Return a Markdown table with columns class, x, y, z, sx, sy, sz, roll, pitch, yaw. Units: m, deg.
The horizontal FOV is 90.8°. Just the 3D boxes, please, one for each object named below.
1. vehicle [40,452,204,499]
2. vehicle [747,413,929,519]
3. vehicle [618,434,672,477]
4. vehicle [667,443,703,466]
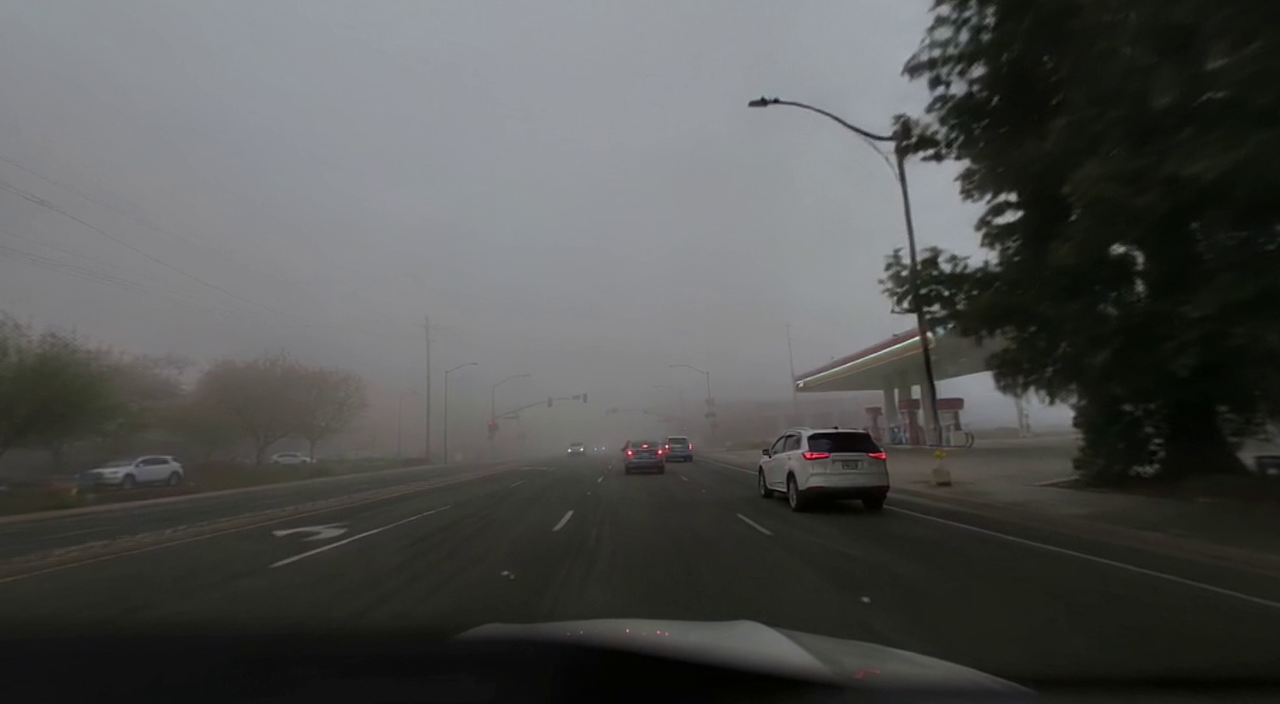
| class | x | y | z | sx | sy | sz | roll | pitch | yaw |
| --- | --- | --- | --- | --- | --- | --- | --- | --- | --- |
| vehicle | -24.363 | 5.752 | 30.062 | 2.100 | 1.937 | 5.517 | -4 | -9 | 26 |
| vehicle | 3.807 | 2.318 | 13.353 | 2.116 | 1.791 | 5.006 | 0 | -8 | -1 |
| vehicle | 0.121 | 4.435 | 27.312 | 2.164 | 1.718 | 3.881 | 0 | -8 | -2 |
| vehicle | 2.716 | 6.345 | 39.242 | 1.822 | 1.331 | 3.583 | 0 | -8 | -2 |
